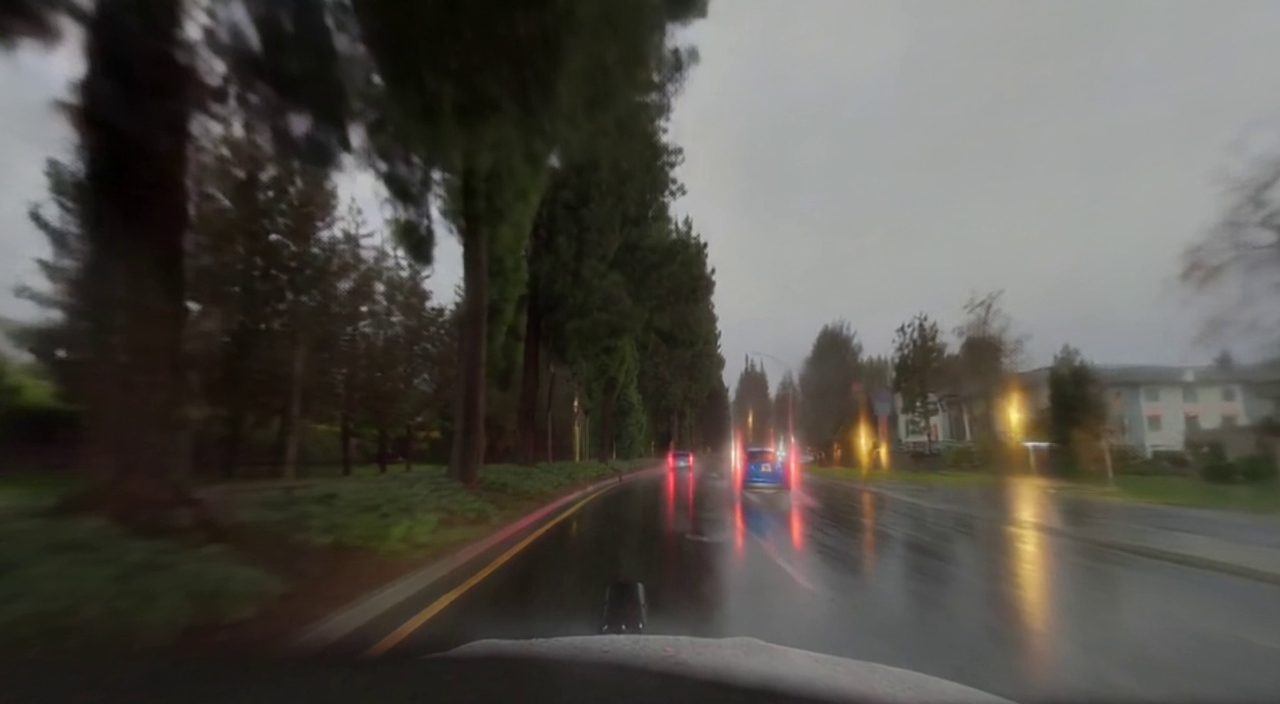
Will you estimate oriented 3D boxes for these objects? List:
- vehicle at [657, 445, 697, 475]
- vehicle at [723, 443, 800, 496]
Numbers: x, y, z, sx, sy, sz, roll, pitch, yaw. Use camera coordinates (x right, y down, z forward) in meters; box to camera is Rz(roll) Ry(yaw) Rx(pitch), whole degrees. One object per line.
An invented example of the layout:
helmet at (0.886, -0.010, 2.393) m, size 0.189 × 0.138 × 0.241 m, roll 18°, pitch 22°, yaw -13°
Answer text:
vehicle at (2.454, 6.946, 40.752) m, size 2.251 × 1.822 × 4.391 m, roll -1°, pitch -9°, yaw 8°
vehicle at (4.138, 4.039, 22.114) m, size 1.971 × 1.663 × 4.287 m, roll 0°, pitch -8°, yaw 2°
